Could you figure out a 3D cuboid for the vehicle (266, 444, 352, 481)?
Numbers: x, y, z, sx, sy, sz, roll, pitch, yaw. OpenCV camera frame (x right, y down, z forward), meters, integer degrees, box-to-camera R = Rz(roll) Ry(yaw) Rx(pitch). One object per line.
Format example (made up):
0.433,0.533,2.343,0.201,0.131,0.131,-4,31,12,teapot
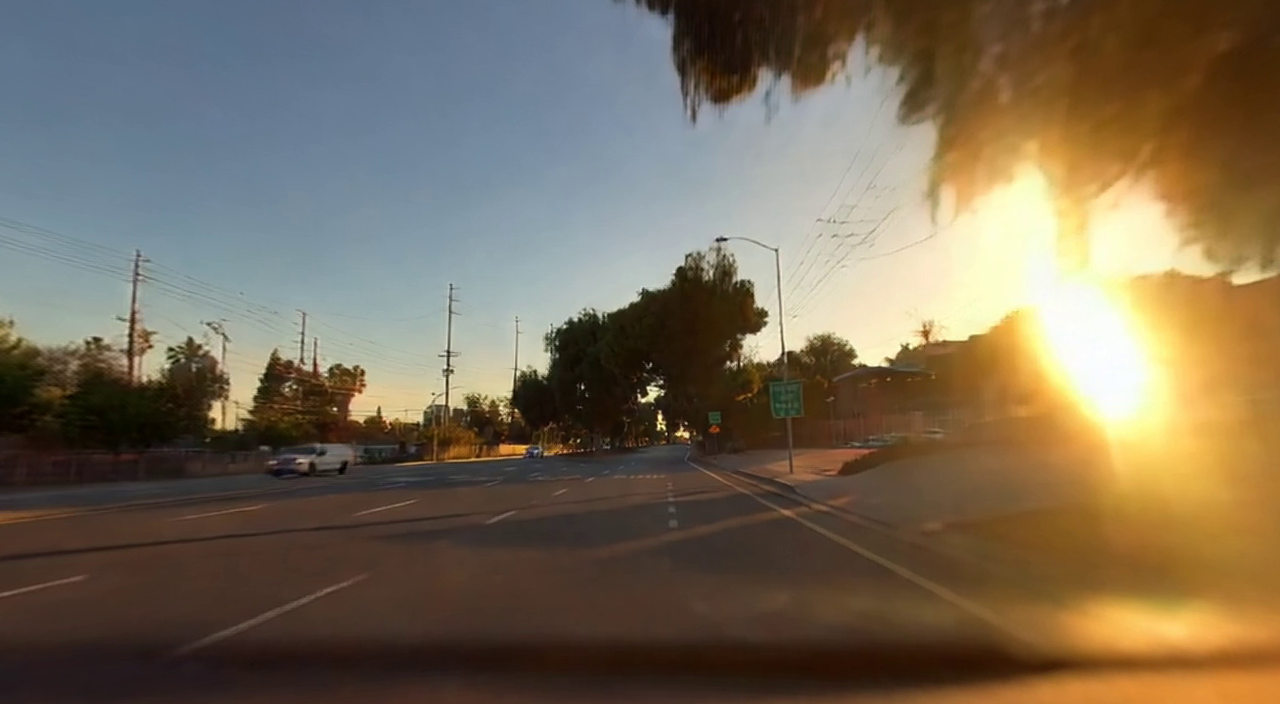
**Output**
-16.202,5.394,31.189,1.925,1.649,4.009,0,-8,3,vehicle
